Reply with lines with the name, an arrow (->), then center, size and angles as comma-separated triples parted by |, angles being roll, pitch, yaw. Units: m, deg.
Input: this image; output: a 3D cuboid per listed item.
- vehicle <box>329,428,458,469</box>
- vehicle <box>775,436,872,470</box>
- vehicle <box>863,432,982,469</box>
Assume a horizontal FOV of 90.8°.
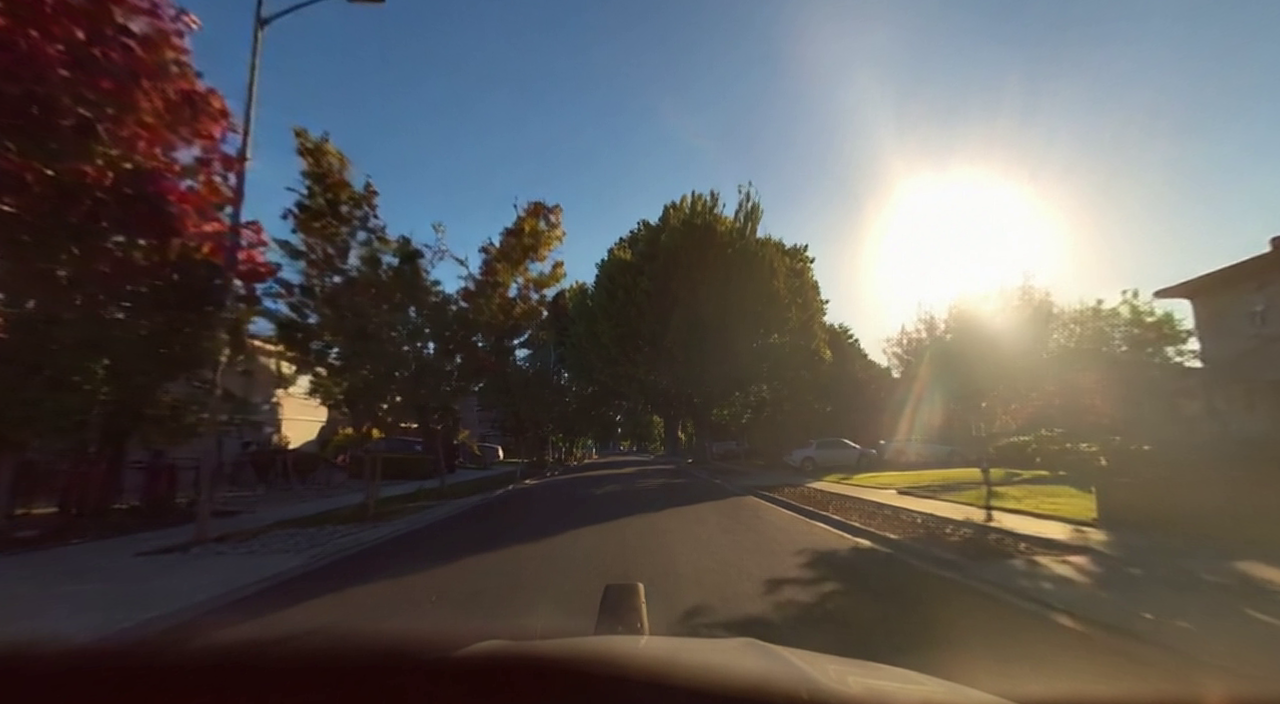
vehicle -> -12.501, 4.929, 32.374 | 5.618, 1.997, 2.201 | 0, -9, -1
vehicle -> 9.791, 5.413, 33.923 | 4.582, 1.719, 1.947 | 0, -8, -1
vehicle -> 15.265, 5.326, 34.338 | 5.395, 1.917, 2.153 | 0, -9, -2
